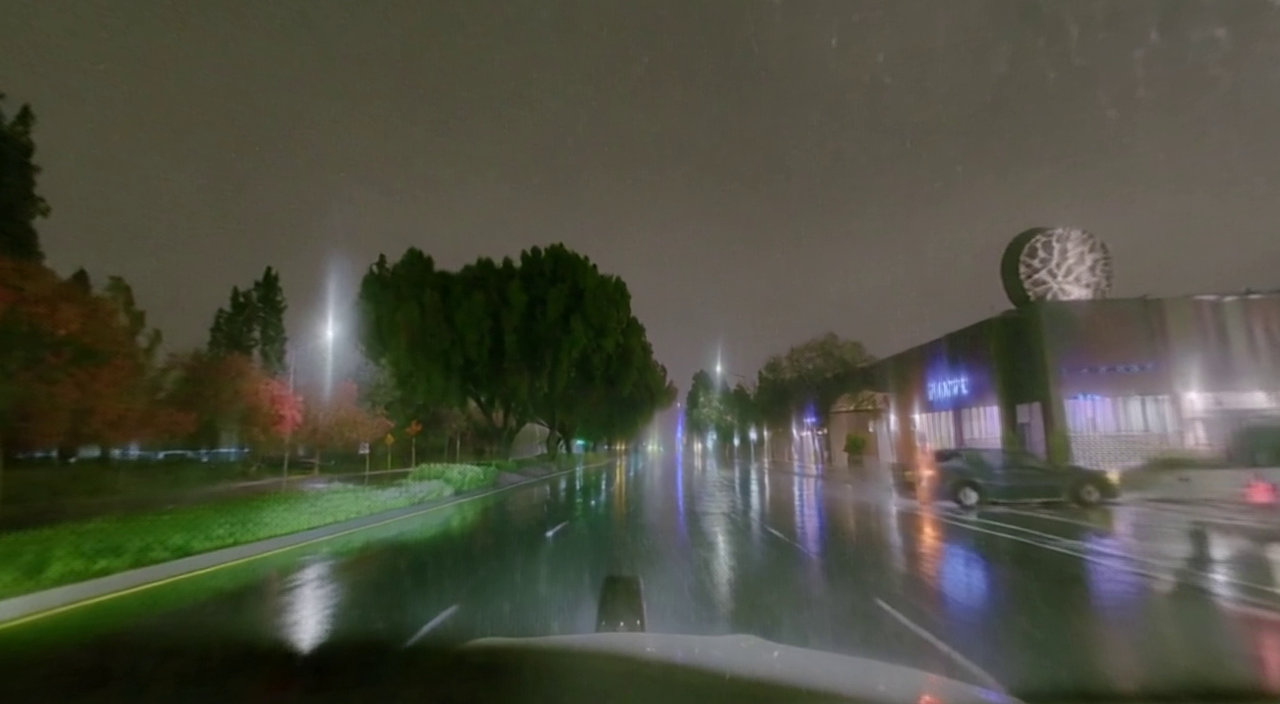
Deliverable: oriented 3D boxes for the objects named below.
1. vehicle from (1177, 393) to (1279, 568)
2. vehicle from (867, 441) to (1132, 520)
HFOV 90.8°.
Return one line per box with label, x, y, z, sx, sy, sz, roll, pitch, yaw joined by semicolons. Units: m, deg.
vehicle;9.831;1.569;8.001;5.157;1.991;2.477;4;-9;-25
vehicle;7.751;2.780;14.150;4.733;1.499;2.000;-4;-10;26
